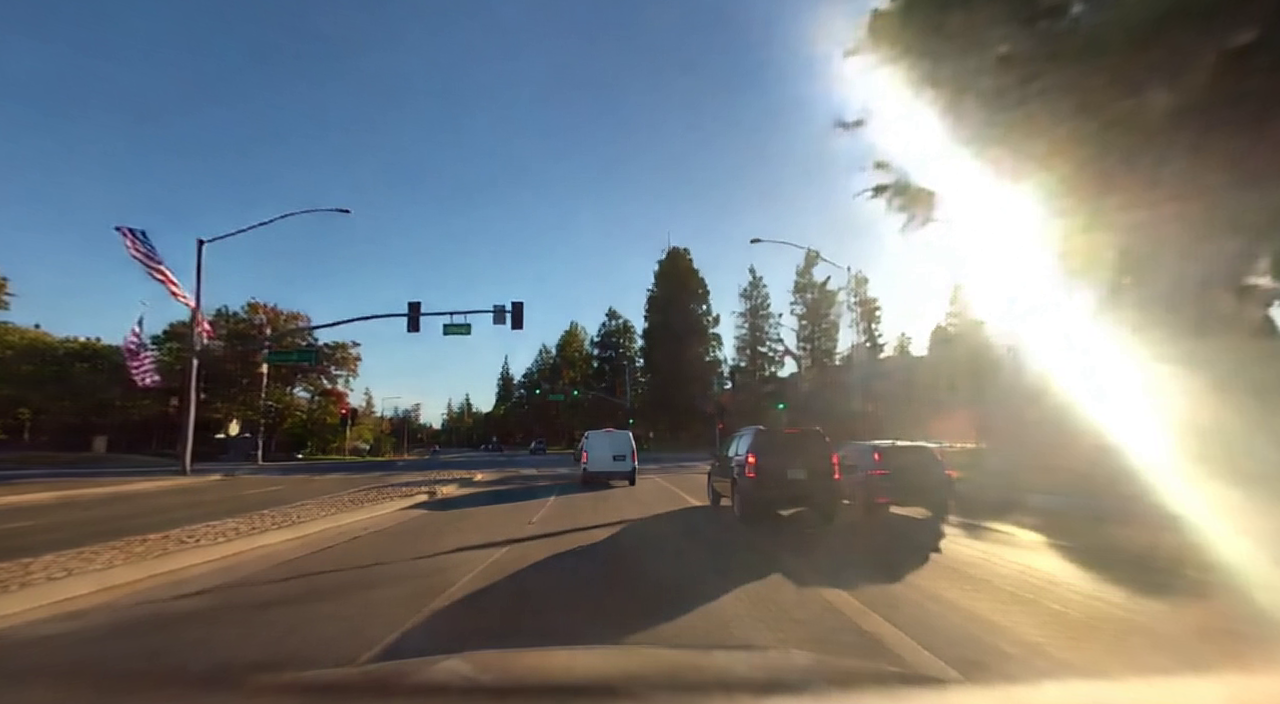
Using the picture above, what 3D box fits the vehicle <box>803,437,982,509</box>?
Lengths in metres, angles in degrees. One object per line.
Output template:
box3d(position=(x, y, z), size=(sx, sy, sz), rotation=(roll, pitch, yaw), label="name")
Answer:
box3d(position=(5.874, 2.871, 15.511), size=(2.124, 1.474, 4.880), rotation=(0, -9, -4), label="vehicle")

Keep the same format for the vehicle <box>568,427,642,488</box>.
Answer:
box3d(position=(-1.296, 3.506, 21.235), size=(2.185, 1.822, 4.583), rotation=(1, -9, -7), label="vehicle")

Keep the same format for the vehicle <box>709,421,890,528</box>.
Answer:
box3d(position=(2.832, 2.307, 12.480), size=(2.024, 1.686, 4.588), rotation=(1, -9, -5), label="vehicle")
